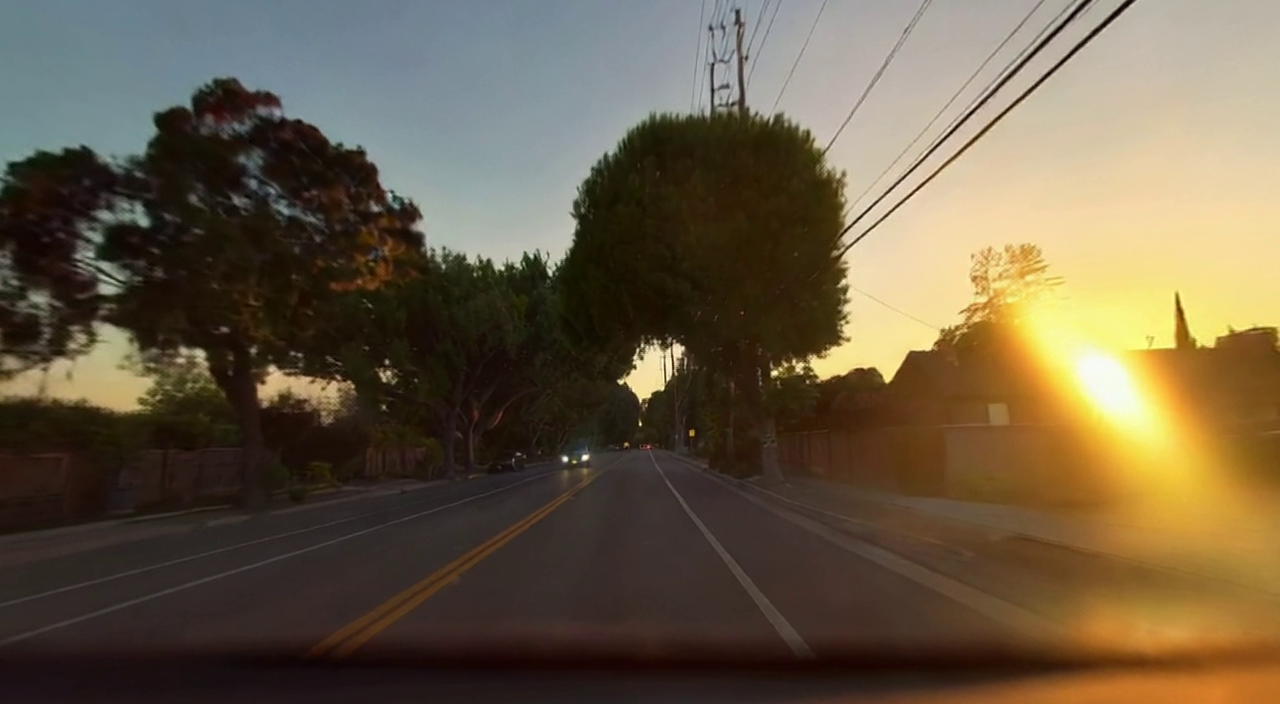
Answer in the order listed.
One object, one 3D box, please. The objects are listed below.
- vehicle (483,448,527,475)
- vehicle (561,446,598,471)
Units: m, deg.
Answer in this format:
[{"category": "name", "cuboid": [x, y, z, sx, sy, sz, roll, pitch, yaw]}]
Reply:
[{"category": "vehicle", "cuboid": [-9.791, 7.983, 46.292, 2.269, 1.861, 4.422, 0, -8, 0]}, {"category": "vehicle", "cuboid": [-3.827, 6.785, 40.588, 1.889, 1.503, 4.232, 0, -8, 1]}]
